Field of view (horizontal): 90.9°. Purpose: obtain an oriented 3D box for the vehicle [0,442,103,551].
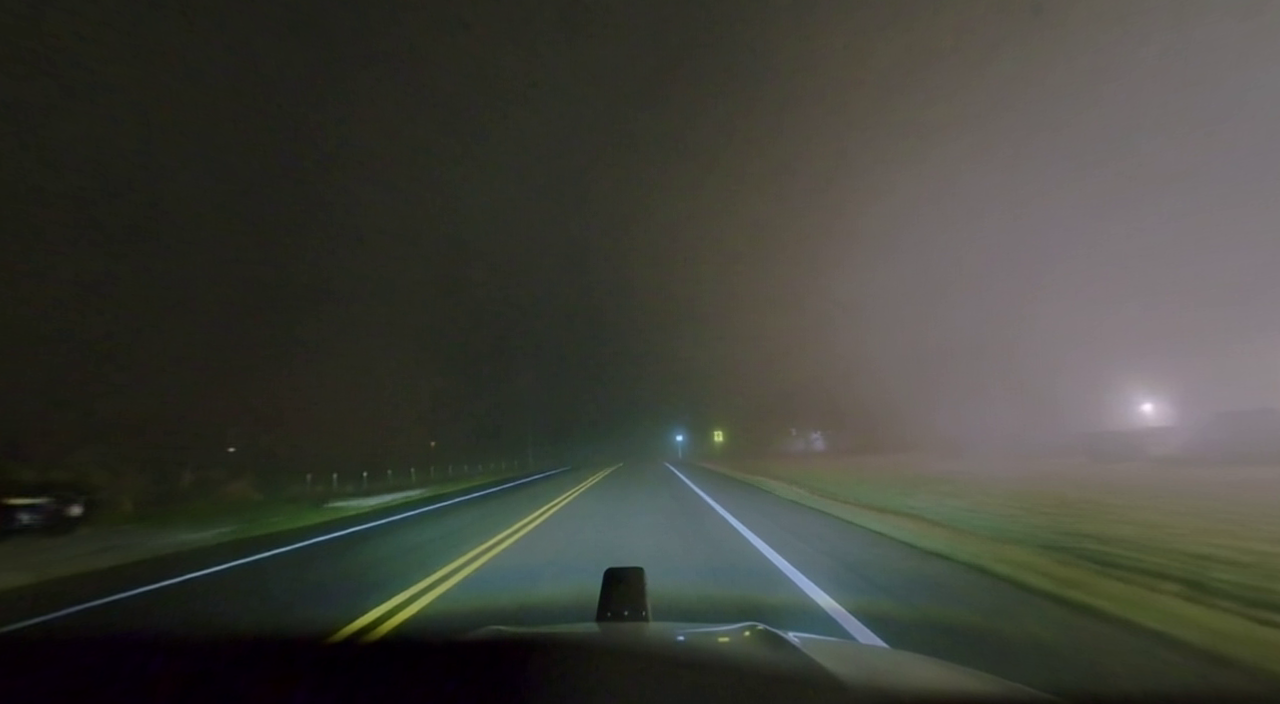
[{"bbox_3d":[-12.894,2.483,11.111,4.813,1.763,2.048,0,-9,-2],"label":"vehicle"}]
